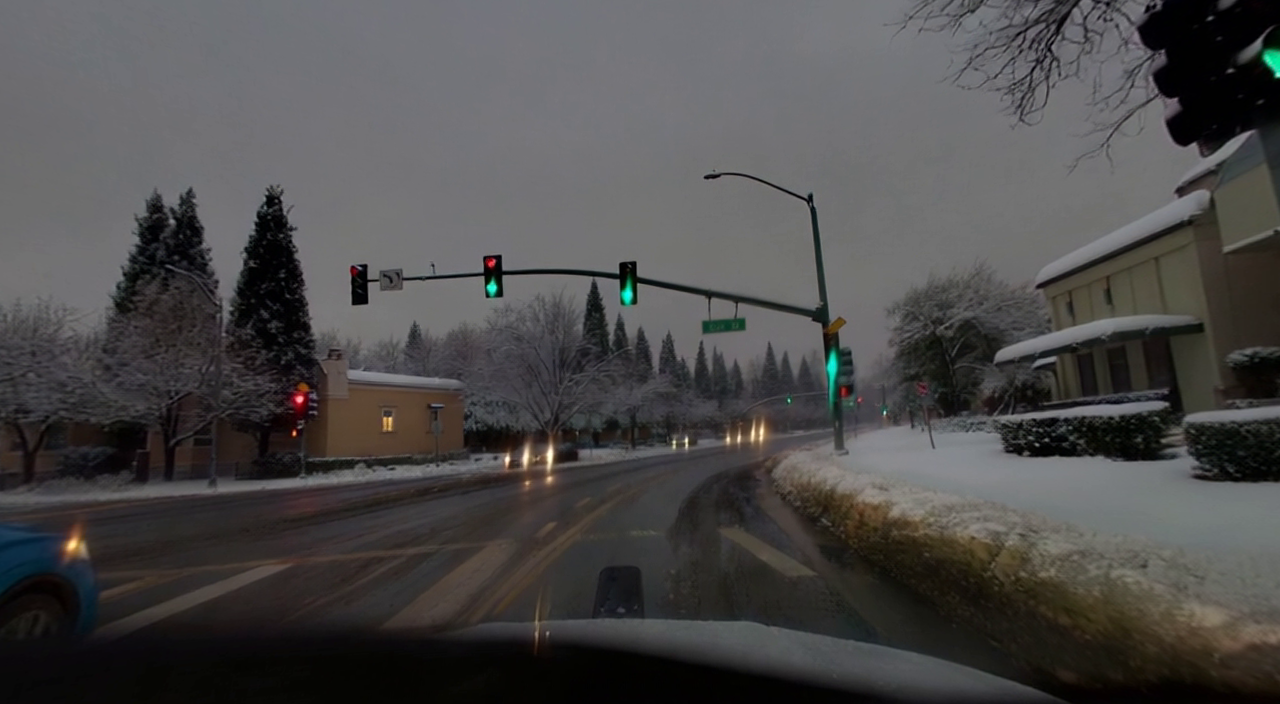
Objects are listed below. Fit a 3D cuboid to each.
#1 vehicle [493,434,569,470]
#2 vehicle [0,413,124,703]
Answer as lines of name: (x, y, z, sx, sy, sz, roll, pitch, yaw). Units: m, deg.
vehicle: (-5.682, 5.301, 33.636, 2.181, 1.792, 4.648, -3, -9, 16)
vehicle: (-3.334, 0.709, 0.506, 2.071, 1.482, 4.446, 0, -9, 0)
